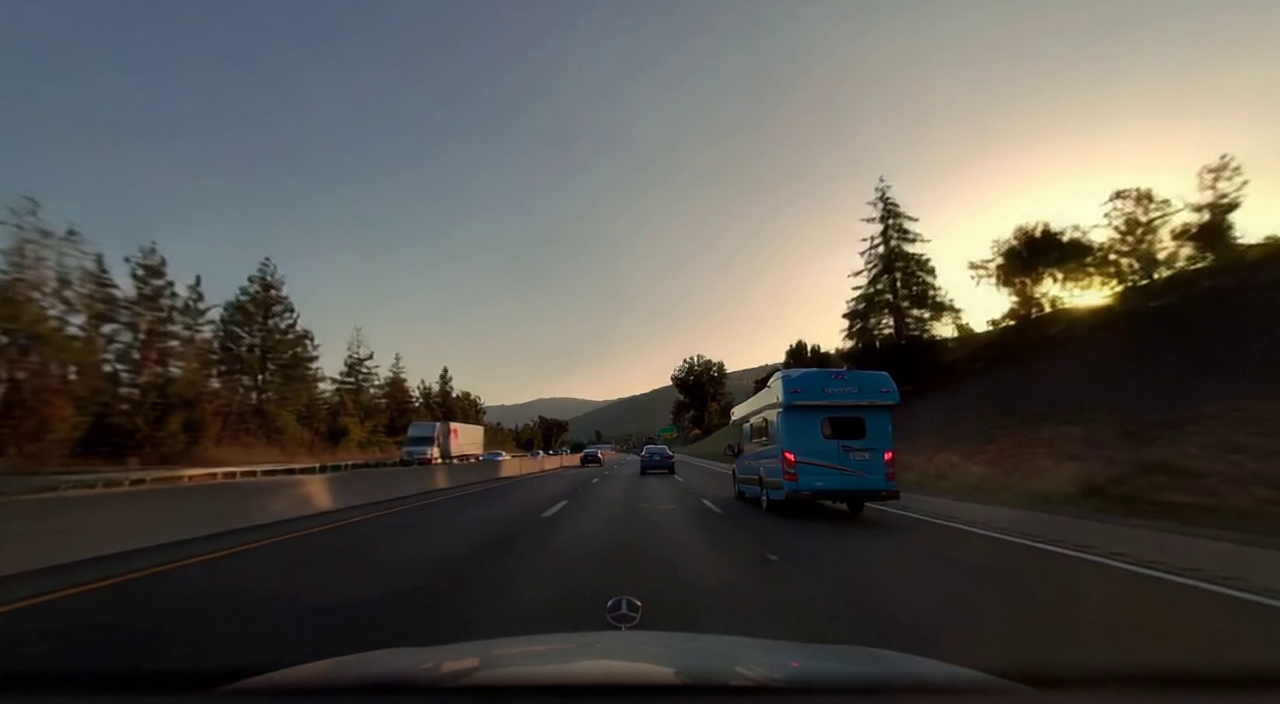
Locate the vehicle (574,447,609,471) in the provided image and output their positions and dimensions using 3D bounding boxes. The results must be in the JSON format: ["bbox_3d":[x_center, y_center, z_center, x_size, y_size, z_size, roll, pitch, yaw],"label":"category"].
[{"bbox_3d":[-3.306,7.367,43.659,1.959,1.502,4.559,0,-9,1],"label":"vehicle"}]

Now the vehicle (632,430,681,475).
[{"bbox_3d":[0.848,5.629,35.314,2.524,2.310,4.986,0,-9,0],"label":"vehicle"}]

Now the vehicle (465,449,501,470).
[{"bbox_3d":[-11.381,7.808,45.843,1.642,1.440,3.574,-1,-9,1],"label":"vehicle"}]

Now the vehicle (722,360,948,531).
[{"bbox_3d":[3.785,2.128,14.438,2.607,2.910,7.252,0,-9,-2],"label":"vehicle"}]
